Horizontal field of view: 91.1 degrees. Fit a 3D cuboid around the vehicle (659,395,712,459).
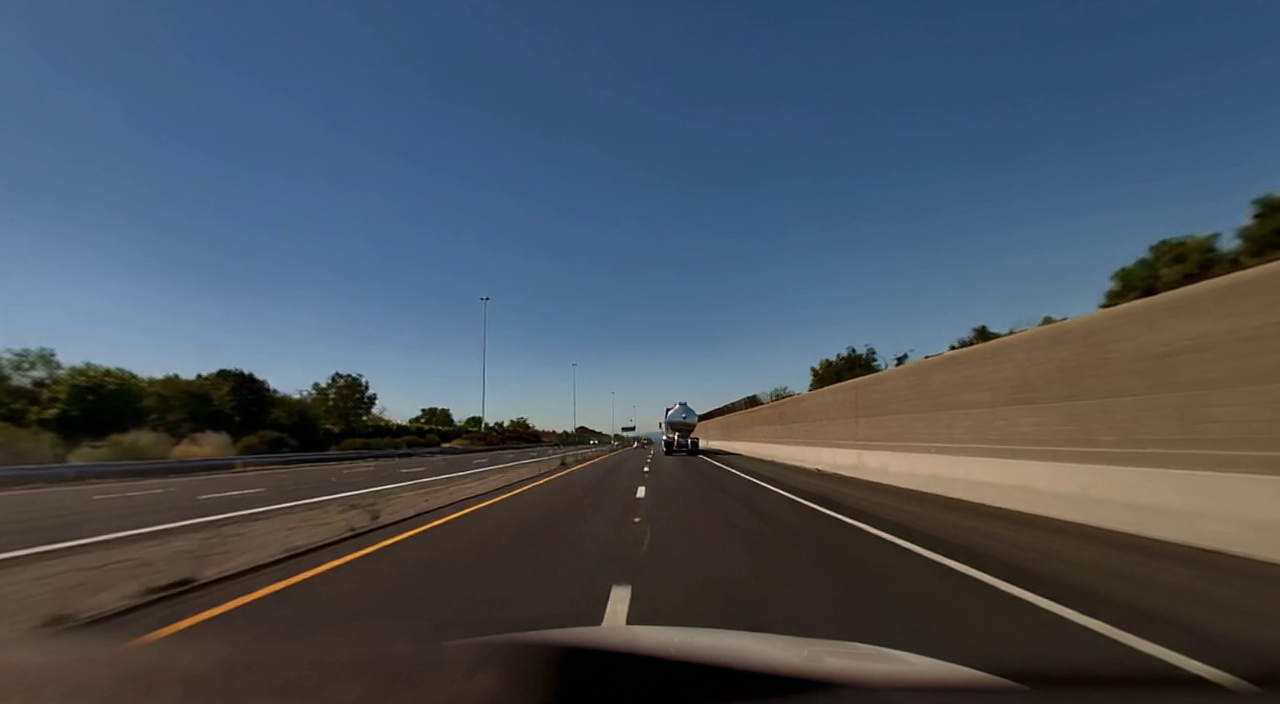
[{"bbox_3d":[2.884,5.263,43.265,2.946,3.745,11.516,-1,-8,1],"label":"vehicle"}]
